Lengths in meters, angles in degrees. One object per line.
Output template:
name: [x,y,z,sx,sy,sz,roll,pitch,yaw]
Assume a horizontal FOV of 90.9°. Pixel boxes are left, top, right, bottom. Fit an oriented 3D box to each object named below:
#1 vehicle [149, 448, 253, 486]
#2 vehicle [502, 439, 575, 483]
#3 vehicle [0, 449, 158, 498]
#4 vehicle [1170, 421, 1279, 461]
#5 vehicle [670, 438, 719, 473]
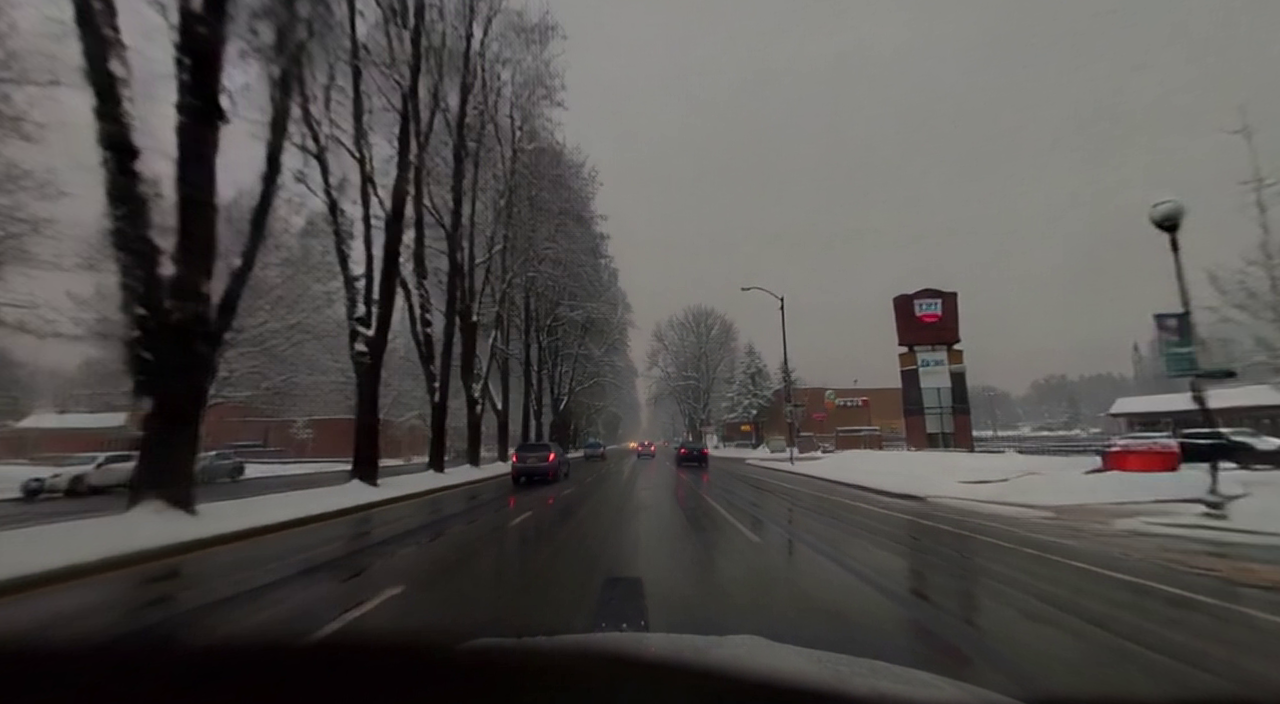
vehicle: [-22.595,5.890,32.688,1.958,1.780,4.479,0,-8,3]
vehicle: [-3.687,4.037,23.669,1.908,1.481,4.536,0,-8,1]
vehicle: [-22.841,4.910,25.982,2.040,1.757,4.730,0,-8,1]
vehicle: [26.191,3.894,27.871,1.677,1.591,4.298,-1,-7,-1]
vehicle: [2.585,5.030,30.731,1.922,1.579,3.642,0,-8,-2]
